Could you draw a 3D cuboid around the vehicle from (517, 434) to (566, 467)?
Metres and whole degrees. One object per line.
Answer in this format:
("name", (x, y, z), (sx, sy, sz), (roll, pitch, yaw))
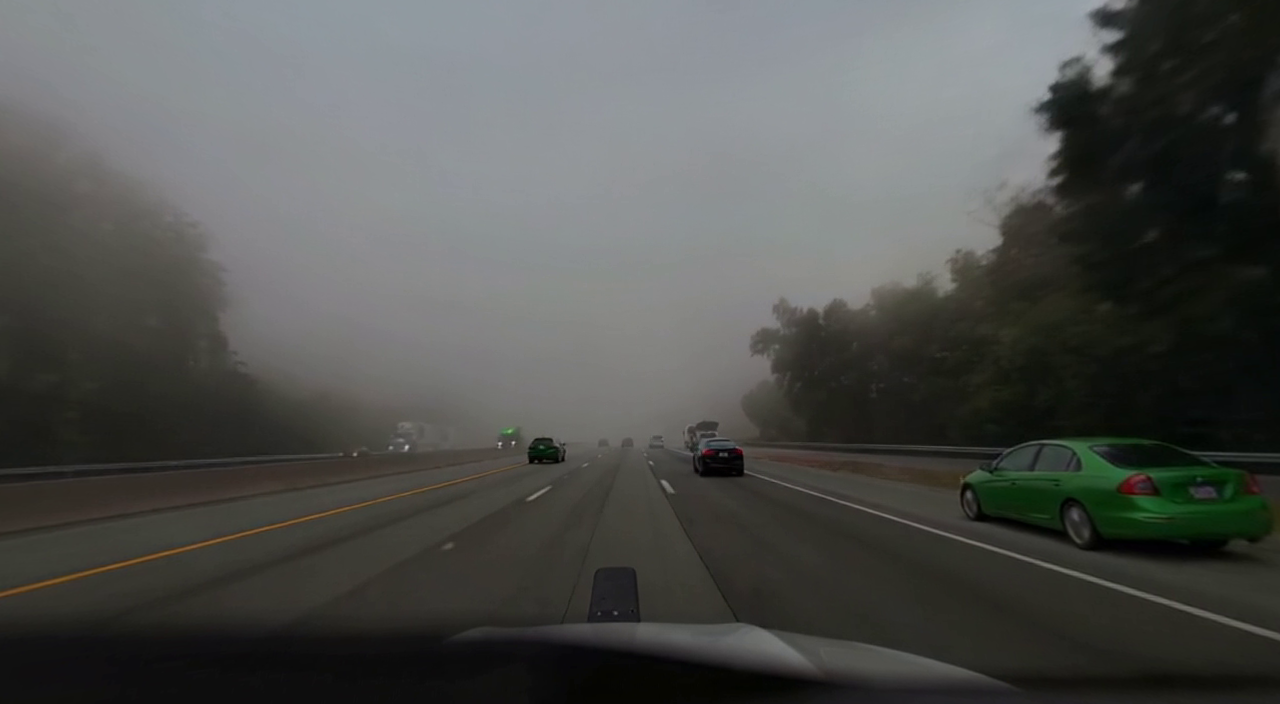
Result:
("vehicle", (-4.991, 5.026, 32.471), (1.966, 1.570, 3.859), (0, -8, -1))

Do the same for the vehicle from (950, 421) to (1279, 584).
("vehicle", (6.054, 1.667, 7.980), (2.028, 1.488, 4.236), (0, -8, -1))

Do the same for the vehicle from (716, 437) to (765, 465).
("vehicle", (5.463, 5.402, 34.696), (1.920, 1.436, 3.890), (0, -8, -2))
